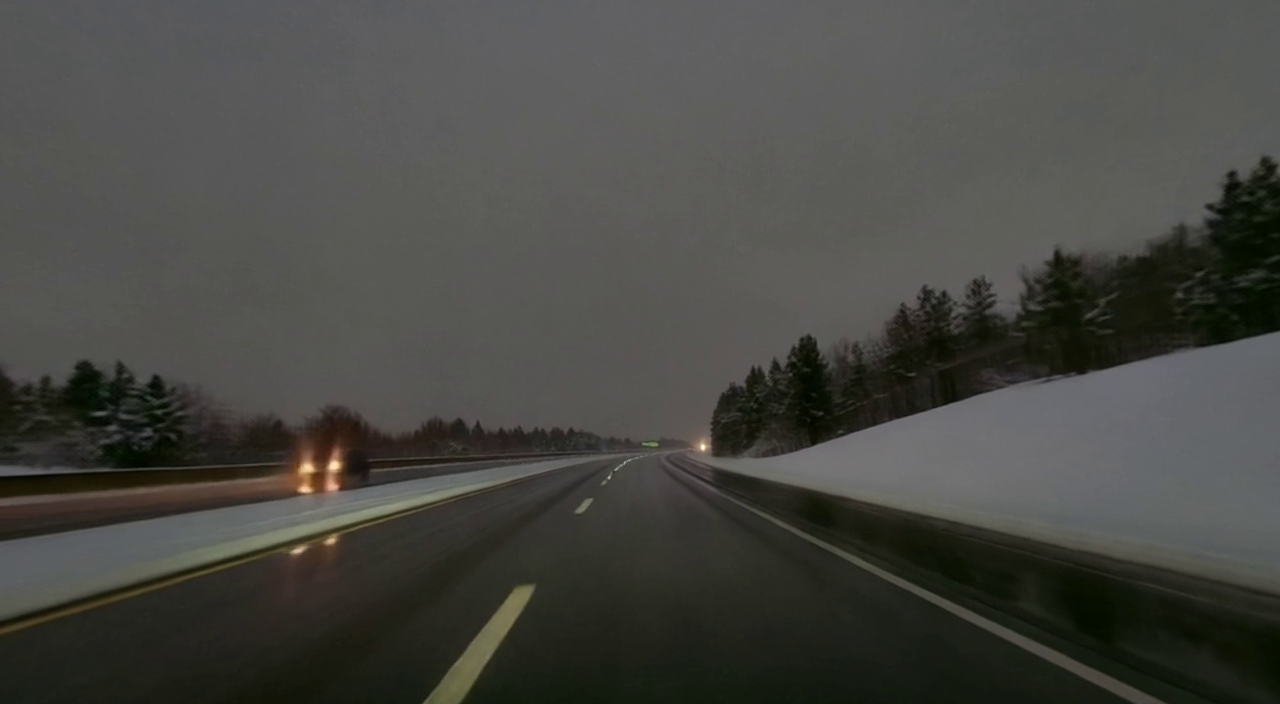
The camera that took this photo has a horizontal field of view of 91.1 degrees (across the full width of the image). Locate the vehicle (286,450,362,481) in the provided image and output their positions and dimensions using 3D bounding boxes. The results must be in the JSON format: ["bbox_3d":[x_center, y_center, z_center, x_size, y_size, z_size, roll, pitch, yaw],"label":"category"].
[{"bbox_3d":[-16.367,5.875,32.791,1.798,1.462,4.067,0,-9,0],"label":"vehicle"}]
